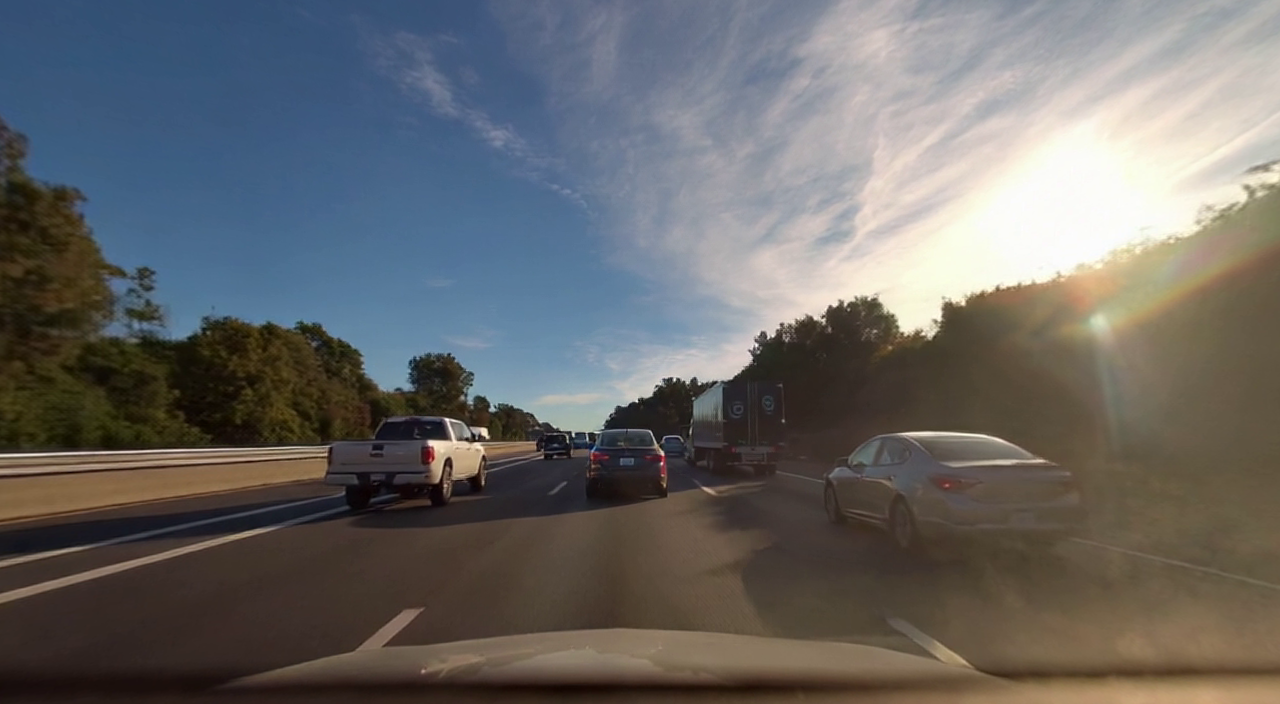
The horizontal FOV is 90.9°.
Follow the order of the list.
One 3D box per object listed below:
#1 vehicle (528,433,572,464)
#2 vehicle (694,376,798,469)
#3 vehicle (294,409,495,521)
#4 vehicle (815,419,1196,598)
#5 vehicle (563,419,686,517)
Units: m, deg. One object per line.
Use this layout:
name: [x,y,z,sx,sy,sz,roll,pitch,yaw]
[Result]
vehicle: [-5.112,5.506,36.243,1.971,1.648,3.983,0,-8,-1]
vehicle: [5.295,4.074,35.016,2.888,4.135,14.071,0,-8,-2]
vehicle: [-4.488,2.135,12.523,2.101,1.767,4.702,0,-8,0]
vehicle: [3.617,1.574,7.291,1.951,1.477,3.963,0,-8,-1]
vehicle: [-0.307,2.236,12.655,2.083,1.647,3.799,0,-8,-1]
